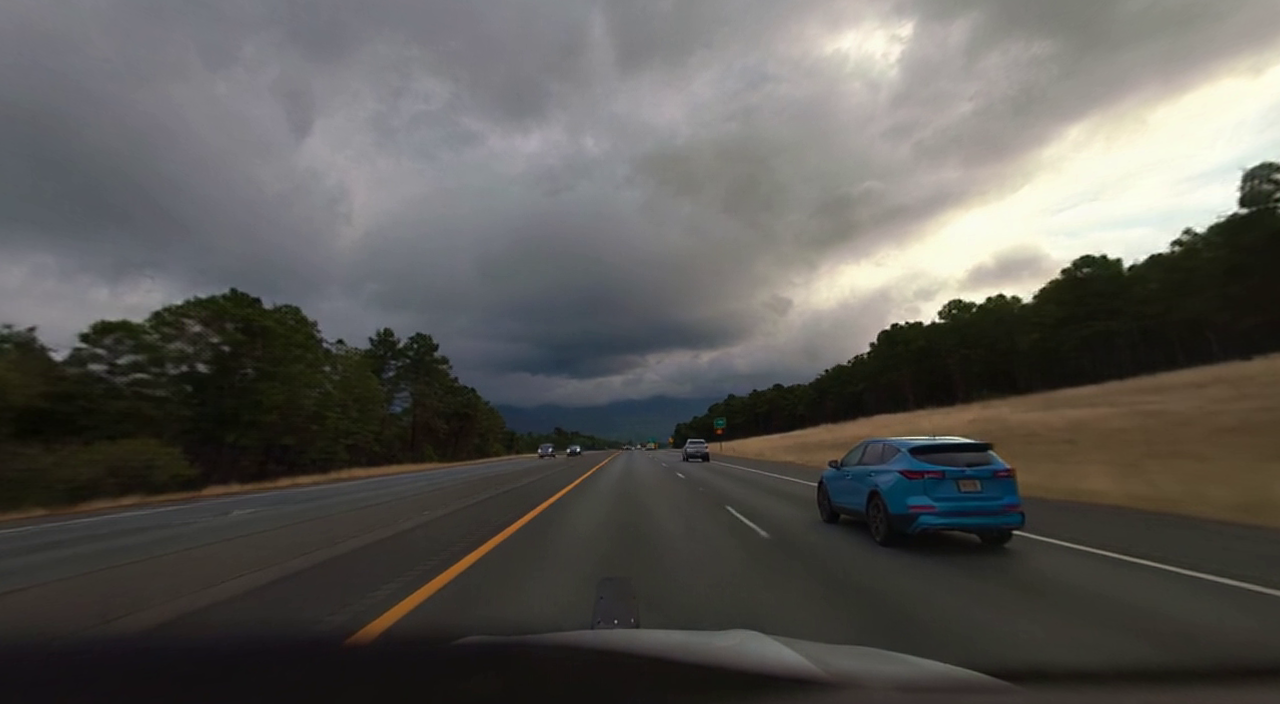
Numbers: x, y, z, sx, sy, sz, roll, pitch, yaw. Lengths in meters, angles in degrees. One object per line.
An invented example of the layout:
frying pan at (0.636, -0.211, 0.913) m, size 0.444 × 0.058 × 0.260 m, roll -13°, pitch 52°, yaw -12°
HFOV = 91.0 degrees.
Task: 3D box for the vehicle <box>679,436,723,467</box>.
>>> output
vehicle at (3.450, 5.727, 36.398) m, size 2.043 × 1.673 × 4.016 m, roll 0°, pitch -8°, yaw -2°

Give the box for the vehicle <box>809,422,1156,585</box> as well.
vehicle at (3.821, 1.734, 8.124) m, size 1.999 × 1.501 × 4.221 m, roll 0°, pitch -8°, yaw -2°
